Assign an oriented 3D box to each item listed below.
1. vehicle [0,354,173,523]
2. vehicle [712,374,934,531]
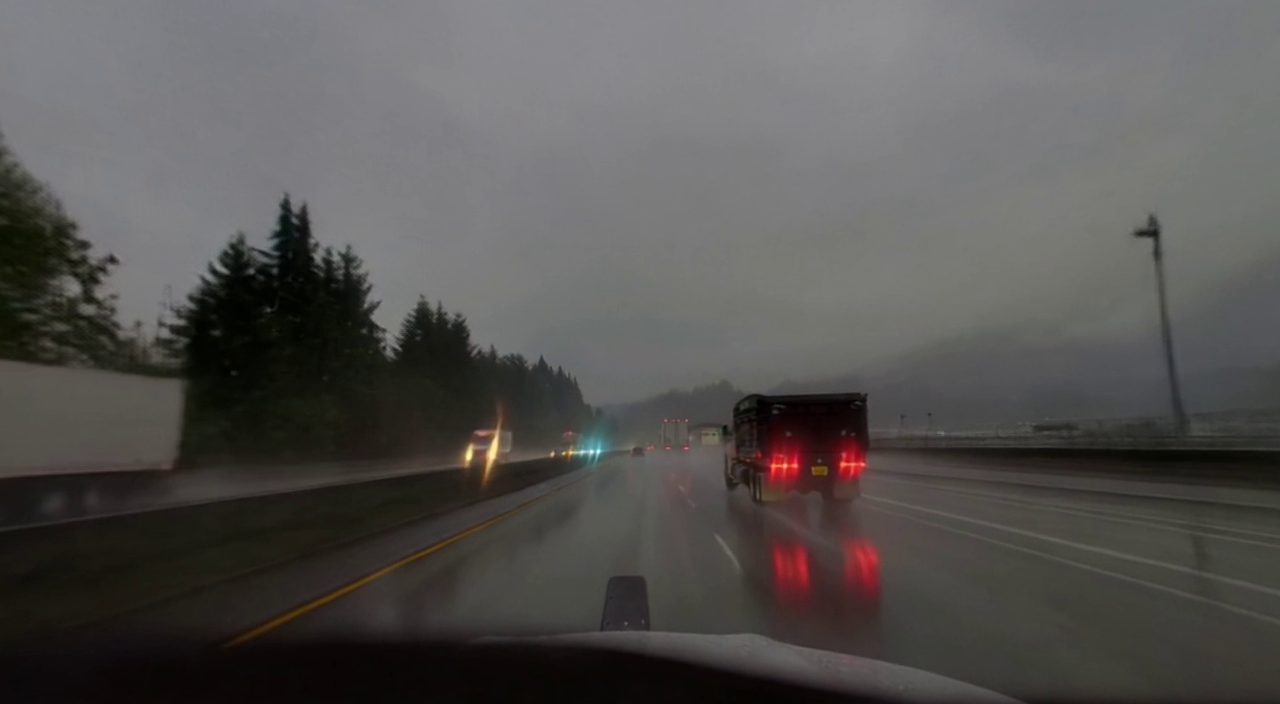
[{"bbox_3d":[-16.877,1.869,13.727,2.848,4.037,13.496,0,-8,1],"label":"vehicle"},{"bbox_3d":[3.214,2.016,13.042,2.677,2.439,6.402,0,-8,0],"label":"vehicle"}]
